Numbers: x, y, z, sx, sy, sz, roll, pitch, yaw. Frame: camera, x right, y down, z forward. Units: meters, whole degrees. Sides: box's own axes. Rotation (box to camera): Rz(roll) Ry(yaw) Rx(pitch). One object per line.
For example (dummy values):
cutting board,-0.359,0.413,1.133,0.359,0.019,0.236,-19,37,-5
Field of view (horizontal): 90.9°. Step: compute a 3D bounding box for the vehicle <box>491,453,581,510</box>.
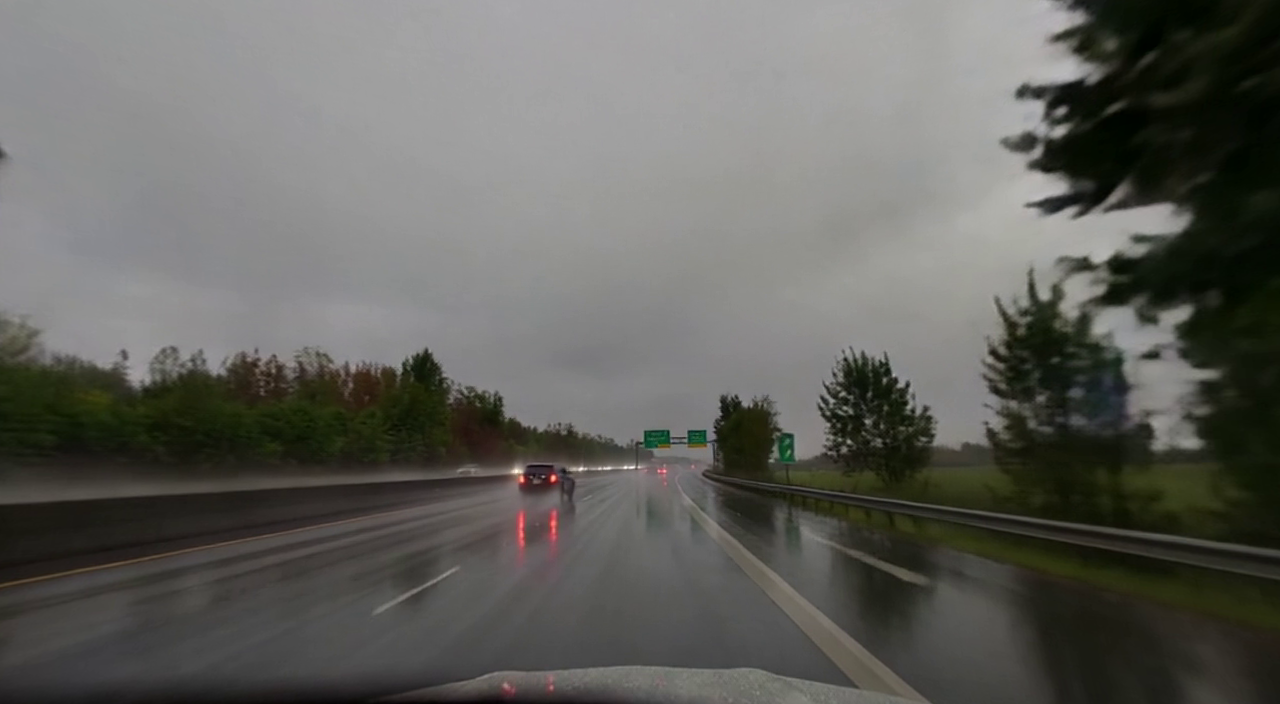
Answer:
vehicle,-3.232,4.152,20.401,2.000,1.594,3.996,1,-11,3
